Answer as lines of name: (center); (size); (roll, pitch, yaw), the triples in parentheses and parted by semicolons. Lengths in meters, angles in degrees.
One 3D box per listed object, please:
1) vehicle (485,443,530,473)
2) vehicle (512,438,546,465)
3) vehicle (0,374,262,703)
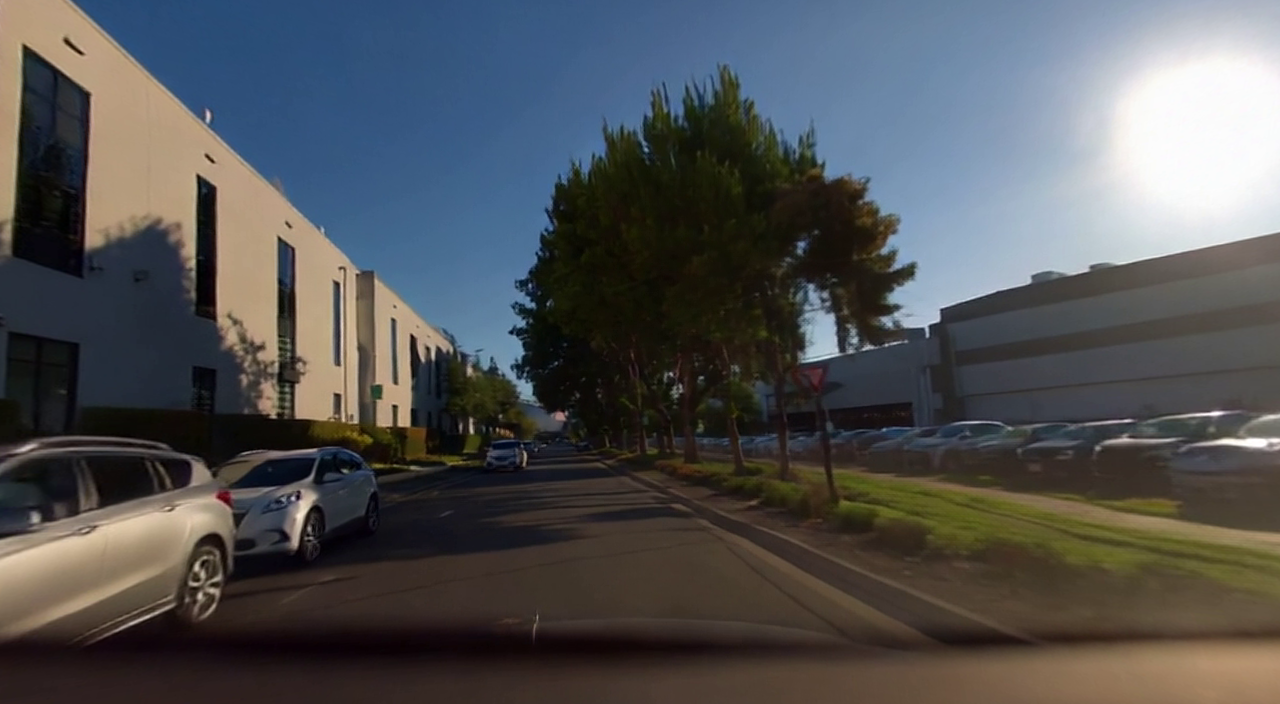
vehicle: (-7.749, 6.248, 37.285); (2.040, 1.501, 4.440); (-3, -9, -6)
vehicle: (-8.650, 7.792, 49.293); (2.161, 1.843, 5.181); (-3, -9, -6)
vehicle: (-4.056, 1.074, 3.289); (1.902, 1.712, 4.729); (-2, -9, -9)
